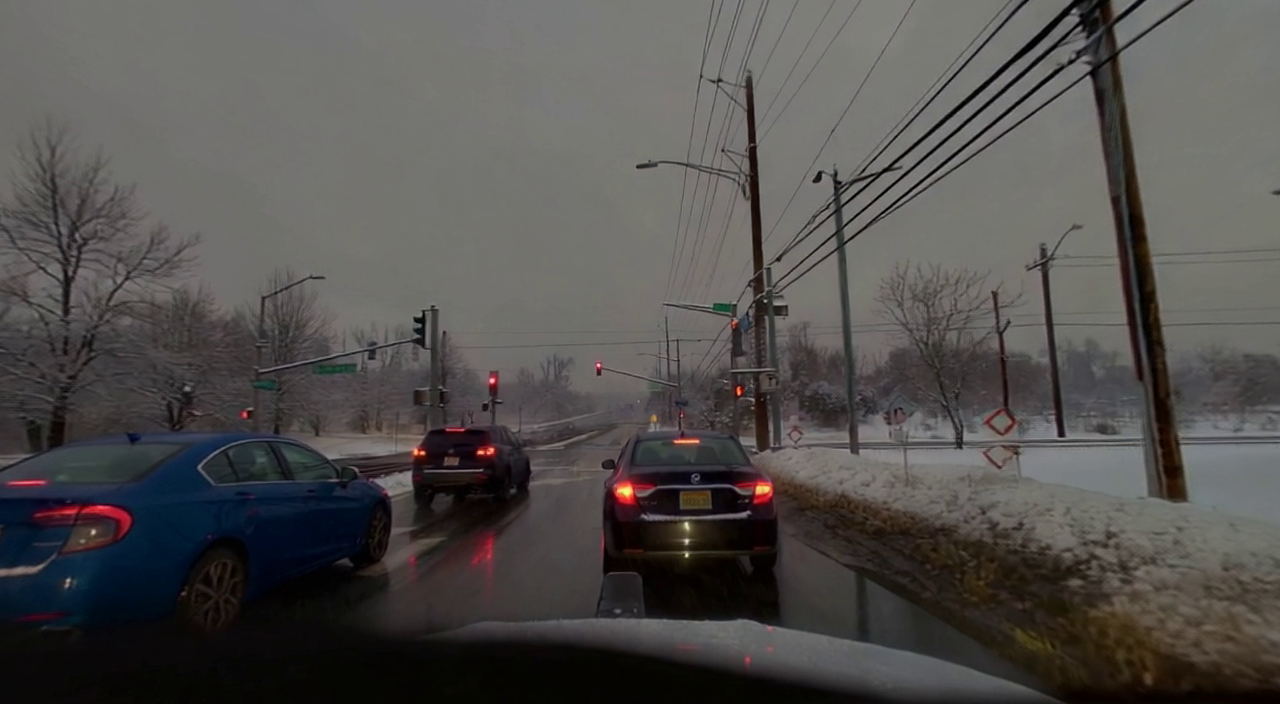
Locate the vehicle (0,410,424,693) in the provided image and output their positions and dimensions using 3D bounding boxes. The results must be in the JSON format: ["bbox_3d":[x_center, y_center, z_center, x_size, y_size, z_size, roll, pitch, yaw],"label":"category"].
[{"bbox_3d":[-3.691,1.383,5.653,1.956,1.468,4.585,0,-8,-1],"label":"vehicle"}]

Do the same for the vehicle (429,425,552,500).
[{"bbox_3d":[-3.317,2.552,14.871,1.984,1.505,4.047,0,-8,-1],"label":"vehicle"}]

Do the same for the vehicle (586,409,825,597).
[{"bbox_3d":[0.432,1.549,7.297,1.998,1.529,3.960,1,-8,-3],"label":"vehicle"}]
